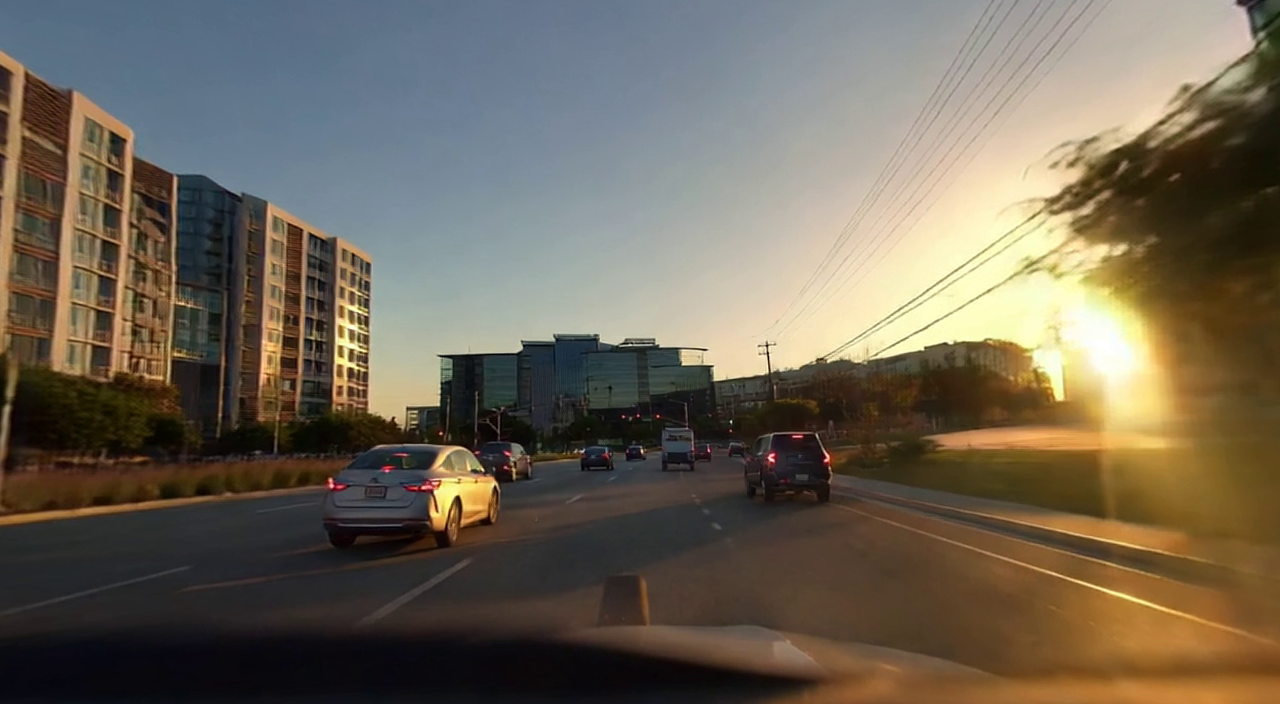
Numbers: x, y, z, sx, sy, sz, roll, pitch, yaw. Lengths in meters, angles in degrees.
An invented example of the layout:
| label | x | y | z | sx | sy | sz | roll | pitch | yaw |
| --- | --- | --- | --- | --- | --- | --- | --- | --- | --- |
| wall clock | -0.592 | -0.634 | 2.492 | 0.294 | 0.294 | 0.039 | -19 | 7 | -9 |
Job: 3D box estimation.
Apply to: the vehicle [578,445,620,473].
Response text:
| label | x | y | z | sx | sy | sz | roll | pitch | yaw |
| --- | --- | --- | --- | --- | --- | --- | --- | --- | --- |
| vehicle | -2.404 | 6.408 | 37.872 | 1.984 | 1.567 | 4.311 | 0 | -8 | 4 |

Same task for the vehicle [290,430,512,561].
| label | x | y | z | sx | sy | sz | roll | pitch | yaw |
| --- | --- | --- | --- | --- | --- | --- | --- | --- | --- |
| vehicle | -3.454 | 2.119 | 9.969 | 1.934 | 1.643 | 3.718 | 0 | -8 | 2 |

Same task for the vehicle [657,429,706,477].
| label | x | y | z | sx | sy | sz | roll | pitch | yaw |
| --- | --- | --- | --- | --- | --- | --- | --- | --- | --- |
| vehicle | 2.414 | 5.656 | 35.450 | 2.457 | 2.440 | 5.486 | -1 | -9 | 7 |

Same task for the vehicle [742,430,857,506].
| label | x | y | z | sx | sy | sz | roll | pitch | yaw |
| --- | --- | --- | --- | --- | --- | --- | --- | --- | --- |
| vehicle | 4.447 | 3.307 | 18.358 | 2.283 | 1.923 | 4.427 | 0 | -8 | 1 |
